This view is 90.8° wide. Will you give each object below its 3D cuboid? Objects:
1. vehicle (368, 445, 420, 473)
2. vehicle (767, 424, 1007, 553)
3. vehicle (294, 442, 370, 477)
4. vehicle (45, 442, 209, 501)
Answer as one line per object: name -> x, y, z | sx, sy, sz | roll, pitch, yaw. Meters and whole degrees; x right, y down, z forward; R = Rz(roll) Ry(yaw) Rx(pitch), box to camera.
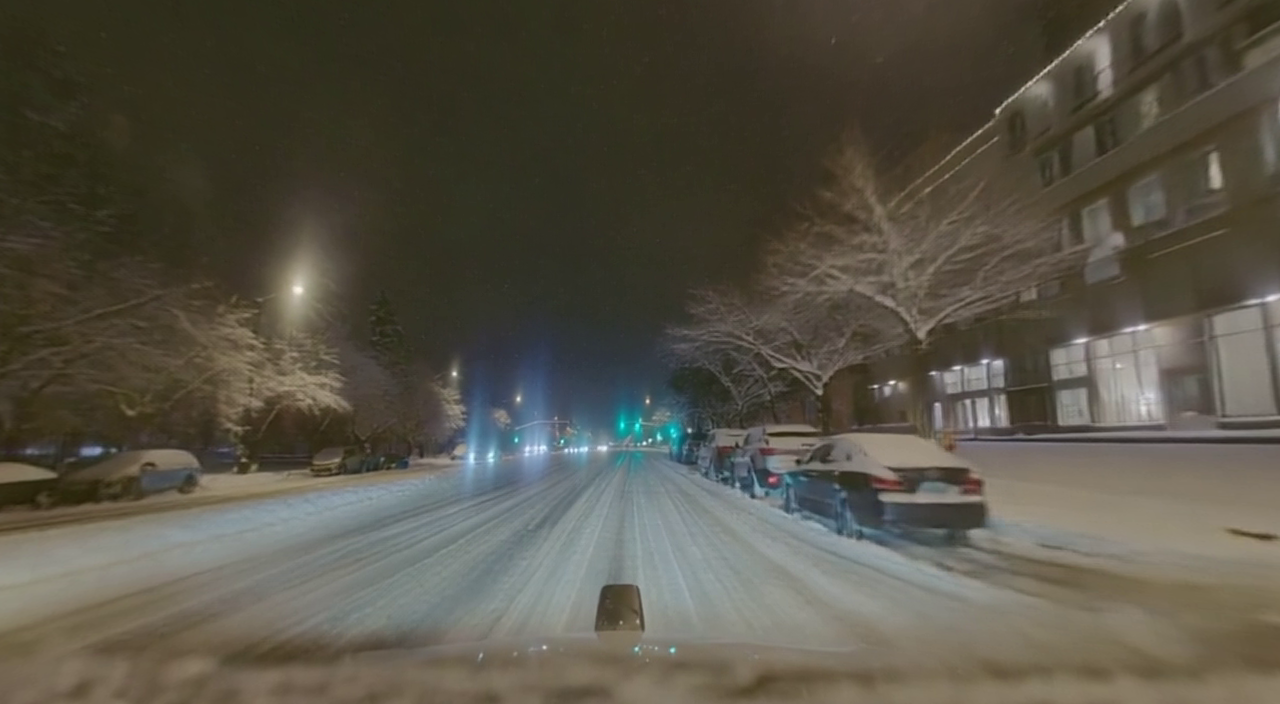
vehicle -> -14.605, 6.349, 37.698 | 1.656, 1.488, 3.677 | 0, -8, -1
vehicle -> 3.361, 1.911, 9.755 | 1.924, 1.492, 4.587 | -1, -8, 1
vehicle -> -18.319, 6.371, 37.922 | 2.151, 1.885, 4.979 | 0, -8, -2
vehicle -> -18.047, 4.182, 22.622 | 2.007, 1.806, 4.707 | 0, -8, -2
